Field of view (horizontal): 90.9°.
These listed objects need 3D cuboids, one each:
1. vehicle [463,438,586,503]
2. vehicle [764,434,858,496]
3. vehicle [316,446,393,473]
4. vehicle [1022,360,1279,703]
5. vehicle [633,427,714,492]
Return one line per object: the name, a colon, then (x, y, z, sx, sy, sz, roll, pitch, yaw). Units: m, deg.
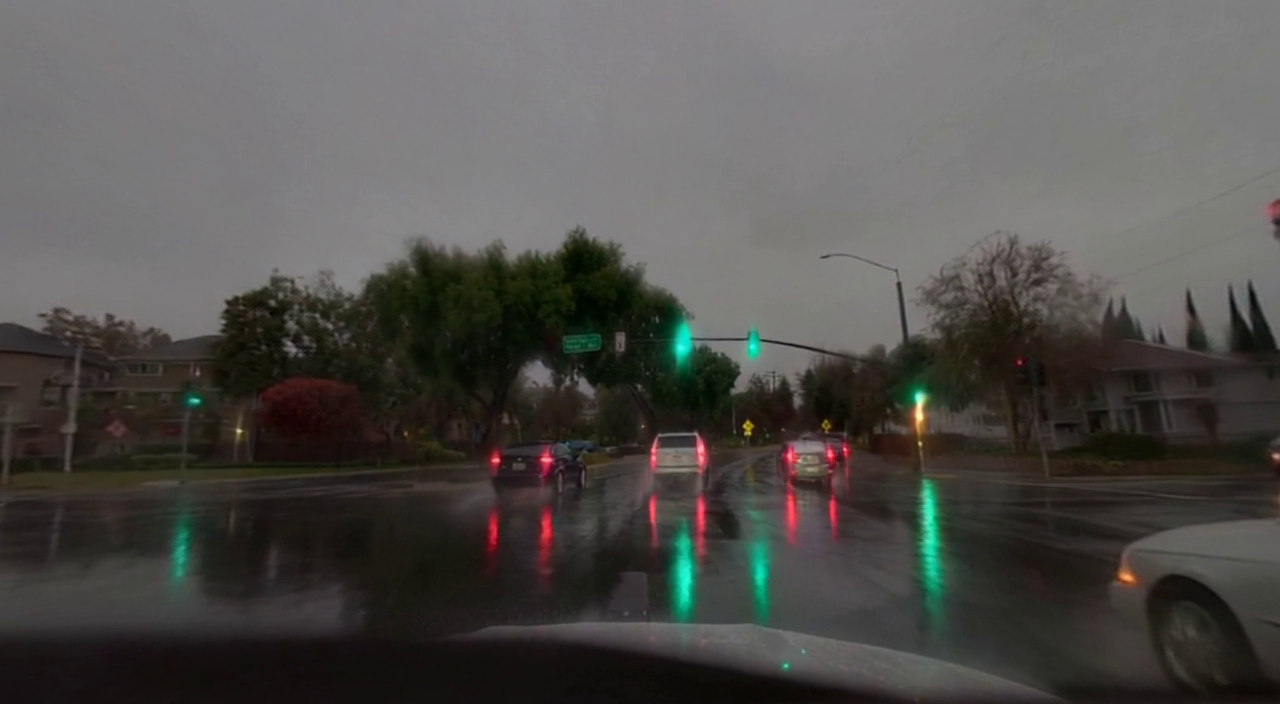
vehicle: (-2.844, 3.056, 16.743, 2.006, 1.464, 4.586, -1, -9, 5)
vehicle: (4.678, 3.128, 17.764, 1.859, 1.540, 3.454, -1, -9, 4)
vehicle: (-16.368, 6.179, 36.428, 1.869, 1.449, 4.417, -2, -9, 9)
vehicle: (3.594, 0.749, 1.807, 2.106, 1.636, 4.655, -1, -9, 1)
vehicle: (1.144, 3.356, 19.953, 2.250, 1.768, 4.574, -1, -9, 5)
